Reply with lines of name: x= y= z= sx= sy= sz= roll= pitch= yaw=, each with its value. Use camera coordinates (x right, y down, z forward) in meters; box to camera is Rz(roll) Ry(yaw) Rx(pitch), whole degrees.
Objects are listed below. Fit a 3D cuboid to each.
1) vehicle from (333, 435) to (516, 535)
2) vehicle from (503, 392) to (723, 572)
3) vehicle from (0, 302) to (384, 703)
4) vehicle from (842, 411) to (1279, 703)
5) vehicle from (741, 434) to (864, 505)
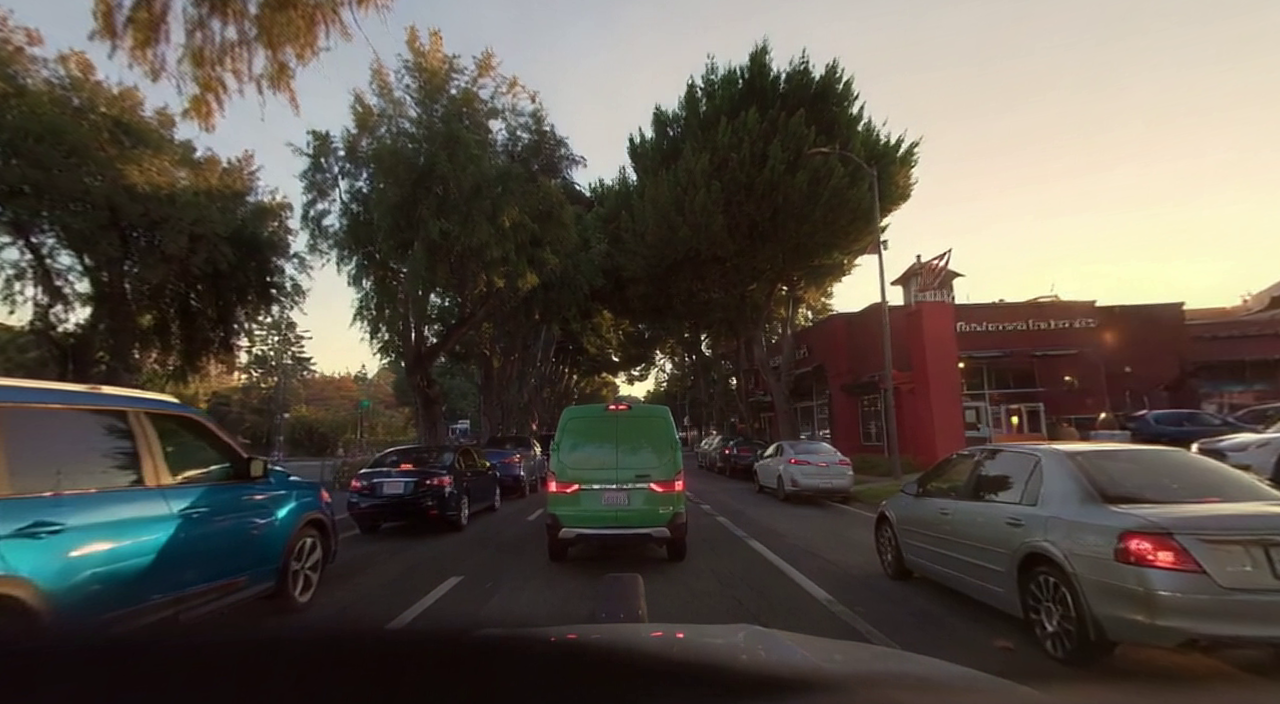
vehicle: x=-3.570 y=2.265 z=11.408 sx=1.849 sy=1.451 sz=4.218 roll=0 pitch=-9 yaw=-1
vehicle: x=-0.311 y=1.639 z=8.628 sx=2.238 sy=1.825 sz=4.190 roll=0 pitch=-9 yaw=-1
vehicle: x=-3.598 y=0.942 z=3.782 sx=2.231 sy=1.853 sz=4.461 roll=0 pitch=-9 yaw=0
vehicle: x=3.376 y=1.351 z=5.235 sx=1.900 sy=1.477 sz=4.352 roll=0 pitch=-9 yaw=-1
vehicle: x=3.896 y=2.891 z=15.964 sx=1.875 sy=1.521 sz=4.192 roll=0 pitch=-9 yaw=-2
